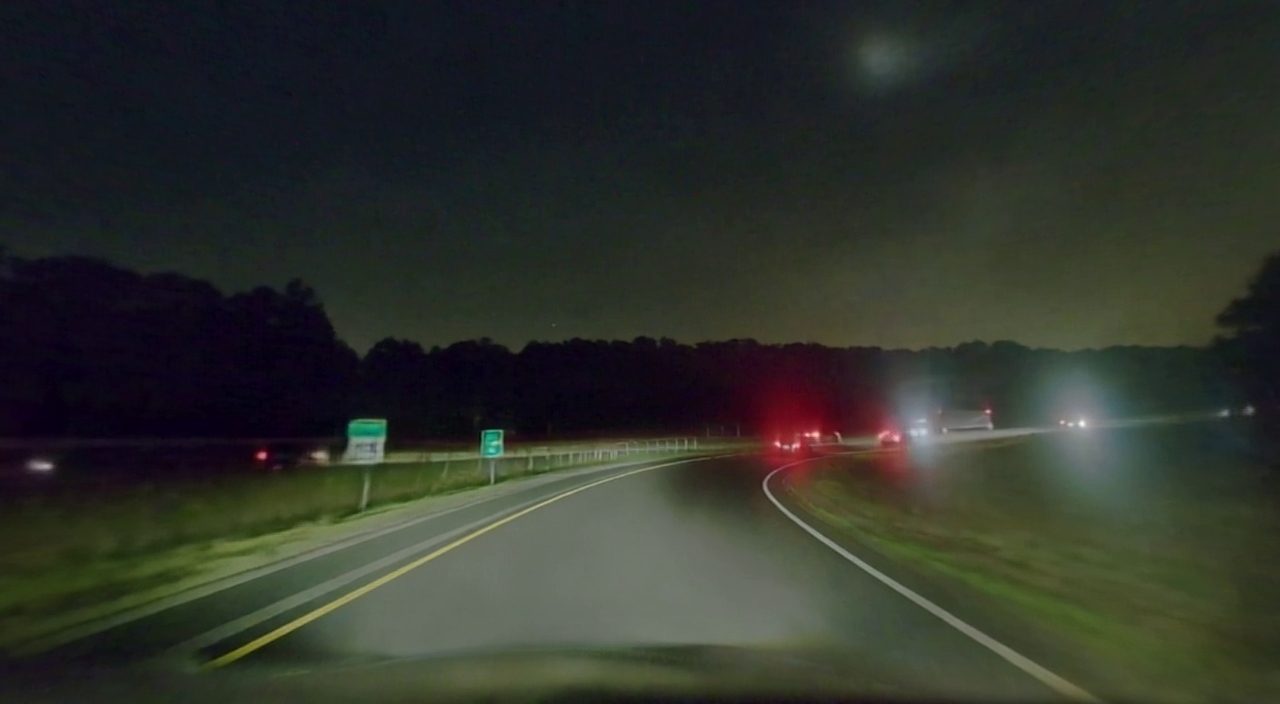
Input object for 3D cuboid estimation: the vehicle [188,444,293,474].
[{"bbox_3d":[-22.779,6.121,36.172,4.843,1.579,2.135,4,-9,-28],"label":"vehicle"}]
